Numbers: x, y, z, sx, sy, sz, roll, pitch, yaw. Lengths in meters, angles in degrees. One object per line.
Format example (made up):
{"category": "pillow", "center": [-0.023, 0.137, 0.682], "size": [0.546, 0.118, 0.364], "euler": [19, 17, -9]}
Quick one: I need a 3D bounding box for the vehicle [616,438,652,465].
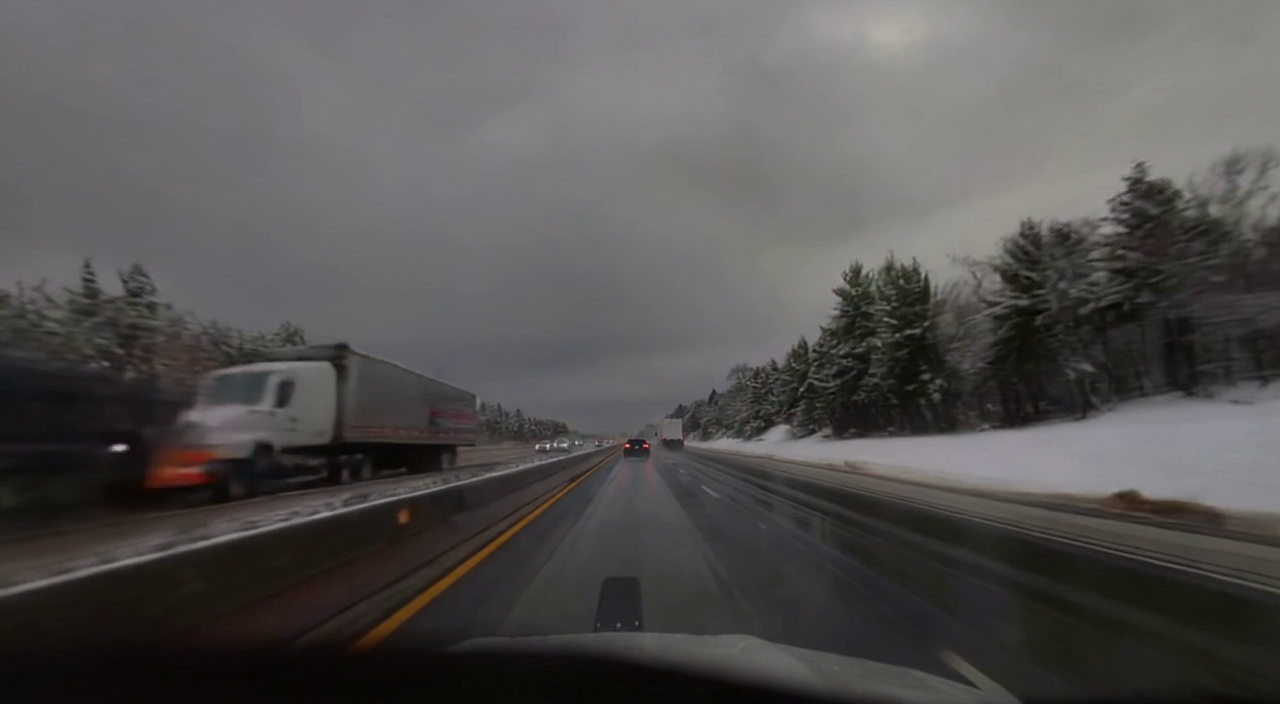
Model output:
{"category": "vehicle", "center": [-0.362, 5.756, 36.624], "size": [2.004, 1.472, 4.075], "euler": [0, -8, -1]}

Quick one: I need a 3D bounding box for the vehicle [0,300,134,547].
{"category": "vehicle", "center": [-12.687, 0.658, 7.041], "size": [3.059, 4.267, 13.103], "euler": [0, -9, 0]}

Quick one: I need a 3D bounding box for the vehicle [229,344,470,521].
{"category": "vehicle", "center": [-8.332, 2.602, 20.113], "size": [3.129, 4.014, 10.246], "euler": [-4, -8, -2]}
